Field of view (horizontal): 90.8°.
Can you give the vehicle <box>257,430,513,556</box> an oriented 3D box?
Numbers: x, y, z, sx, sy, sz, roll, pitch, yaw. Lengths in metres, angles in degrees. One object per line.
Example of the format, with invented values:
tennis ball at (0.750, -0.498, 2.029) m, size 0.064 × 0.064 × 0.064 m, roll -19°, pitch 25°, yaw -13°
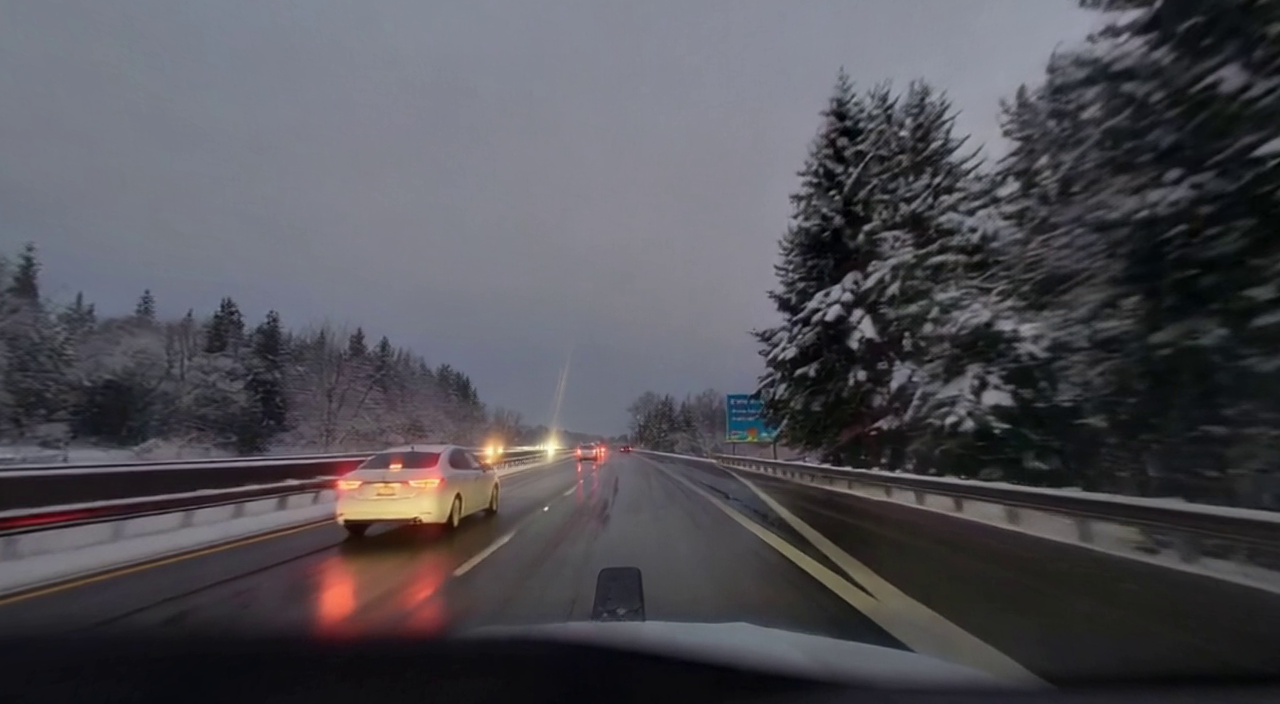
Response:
vehicle at (-3.760, 2.193, 10.614) m, size 2.184 × 1.574 × 5.004 m, roll 0°, pitch -9°, yaw 1°
